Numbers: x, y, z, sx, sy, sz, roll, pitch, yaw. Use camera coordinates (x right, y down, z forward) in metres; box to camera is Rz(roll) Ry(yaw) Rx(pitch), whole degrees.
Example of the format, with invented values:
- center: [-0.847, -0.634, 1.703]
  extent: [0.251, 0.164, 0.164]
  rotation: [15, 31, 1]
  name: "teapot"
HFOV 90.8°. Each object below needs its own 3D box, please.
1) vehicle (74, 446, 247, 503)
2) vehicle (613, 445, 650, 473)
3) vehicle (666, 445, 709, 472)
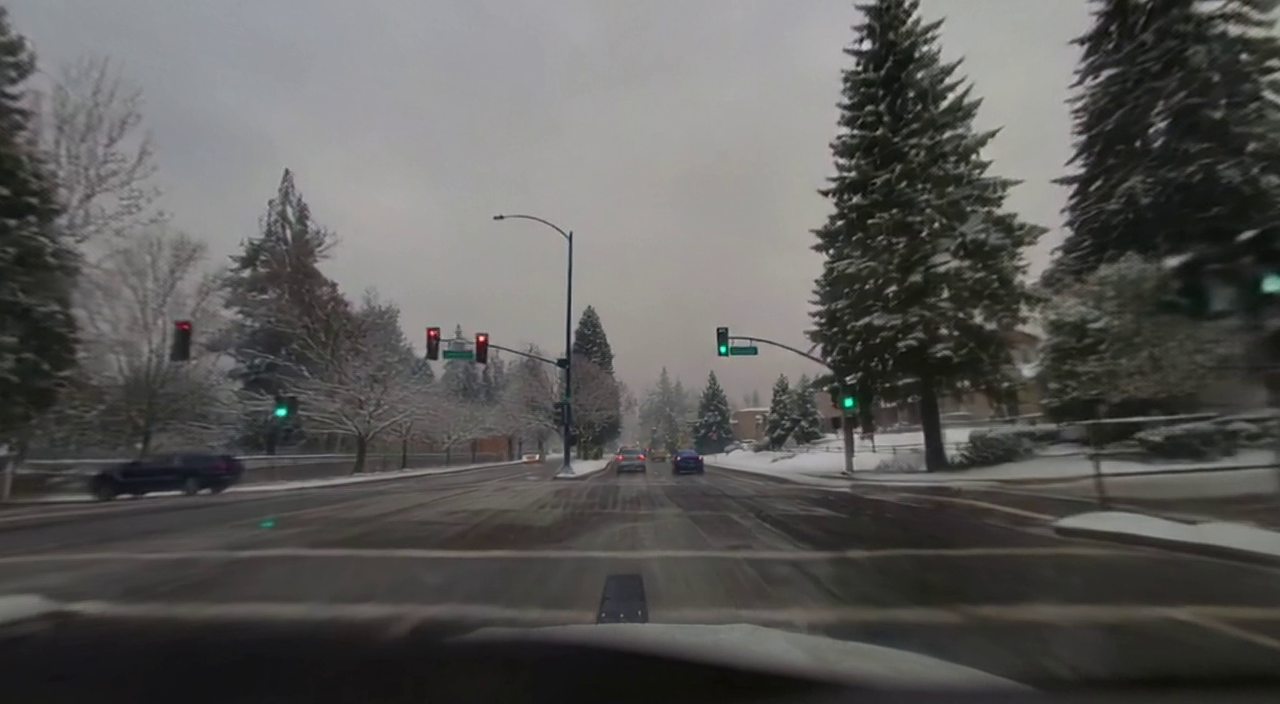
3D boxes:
- center: [-18.419, 4.646, 24.515]
  extent: [5.008, 1.940, 2.188]
  rotation: [6, -11, -38]
  name: "vehicle"
- center: [-0.528, 6.128, 36.539]
  extent: [2.018, 1.511, 3.993]
  rotation: [0, -8, -1]
  name: "vehicle"
- center: [2.716, 6.272, 37.439]
  extent: [2.057, 1.496, 4.401]
  rotation: [0, -8, -2]
  name: "vehicle"
